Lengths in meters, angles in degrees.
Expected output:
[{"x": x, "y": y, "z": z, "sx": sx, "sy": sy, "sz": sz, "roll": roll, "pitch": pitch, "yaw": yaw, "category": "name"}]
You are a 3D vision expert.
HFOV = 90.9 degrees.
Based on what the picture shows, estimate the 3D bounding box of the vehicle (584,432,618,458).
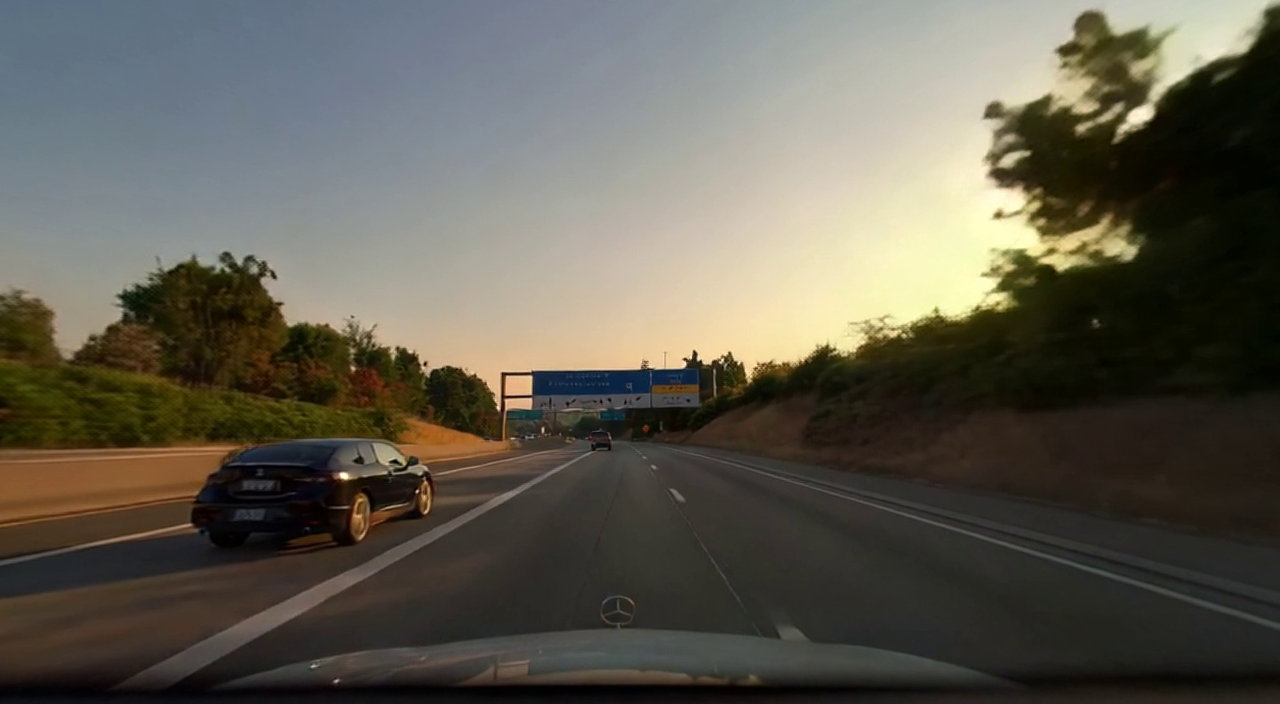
[{"x": -2.405, "y": 5.792, "z": 39.381, "sx": 2.000, "sy": 1.491, "sz": 3.913, "roll": 0, "pitch": -7, "yaw": -3, "category": "vehicle"}]
